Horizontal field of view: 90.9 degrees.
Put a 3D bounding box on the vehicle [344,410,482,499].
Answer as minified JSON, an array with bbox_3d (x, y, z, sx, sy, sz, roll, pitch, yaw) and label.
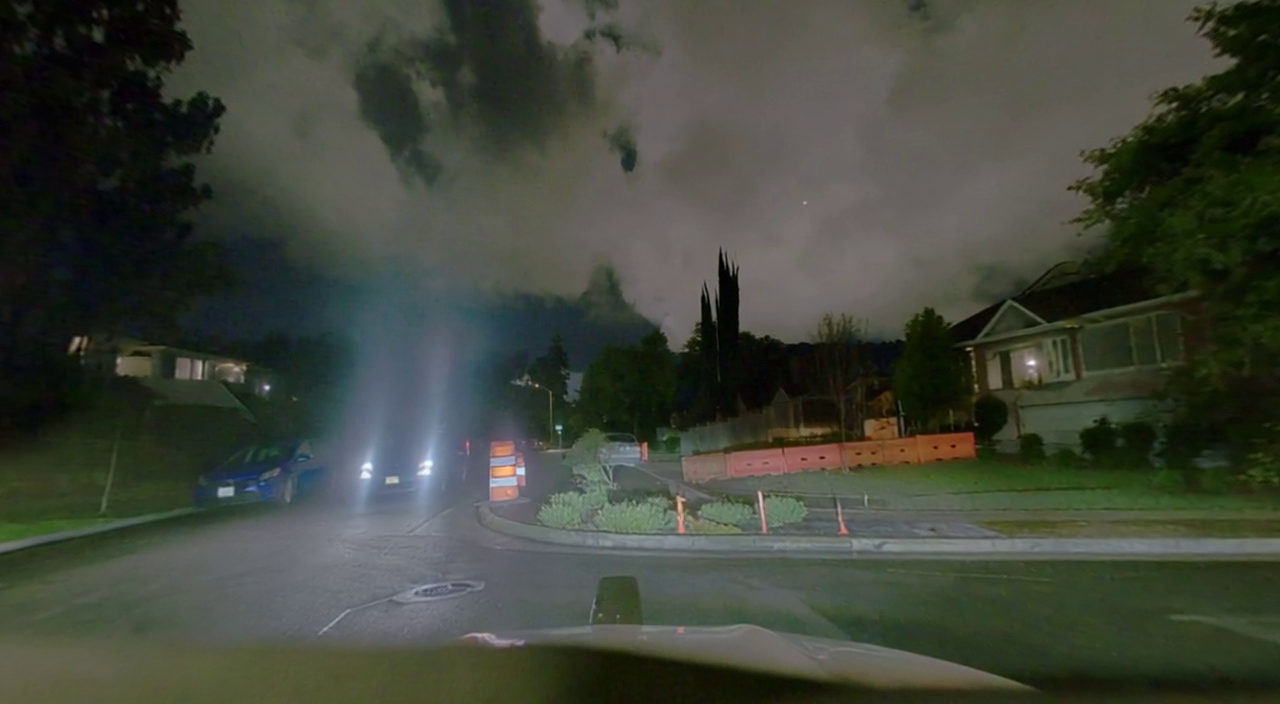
[{"bbox_3d":[-5.707,2.620,16.622,2.219,1.984,4.712,0,-8,-5],"label":"vehicle"}]

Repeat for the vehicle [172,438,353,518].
[{"bbox_3d":[-8.331,2.749,14.438,1.899,1.524,4.082,1,-8,-5],"label":"vehicle"}]

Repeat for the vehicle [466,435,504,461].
[{"bbox_3d":[-10.350,6.385,42.286,1.765,1.493,4.130,3,-7,-5],"label":"vehicle"}]

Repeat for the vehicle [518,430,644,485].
[{"bbox_3d":[-1.632,3.106,18.929,1.827,1.436,4.070,-4,-9,27],"label":"vehicle"}]
